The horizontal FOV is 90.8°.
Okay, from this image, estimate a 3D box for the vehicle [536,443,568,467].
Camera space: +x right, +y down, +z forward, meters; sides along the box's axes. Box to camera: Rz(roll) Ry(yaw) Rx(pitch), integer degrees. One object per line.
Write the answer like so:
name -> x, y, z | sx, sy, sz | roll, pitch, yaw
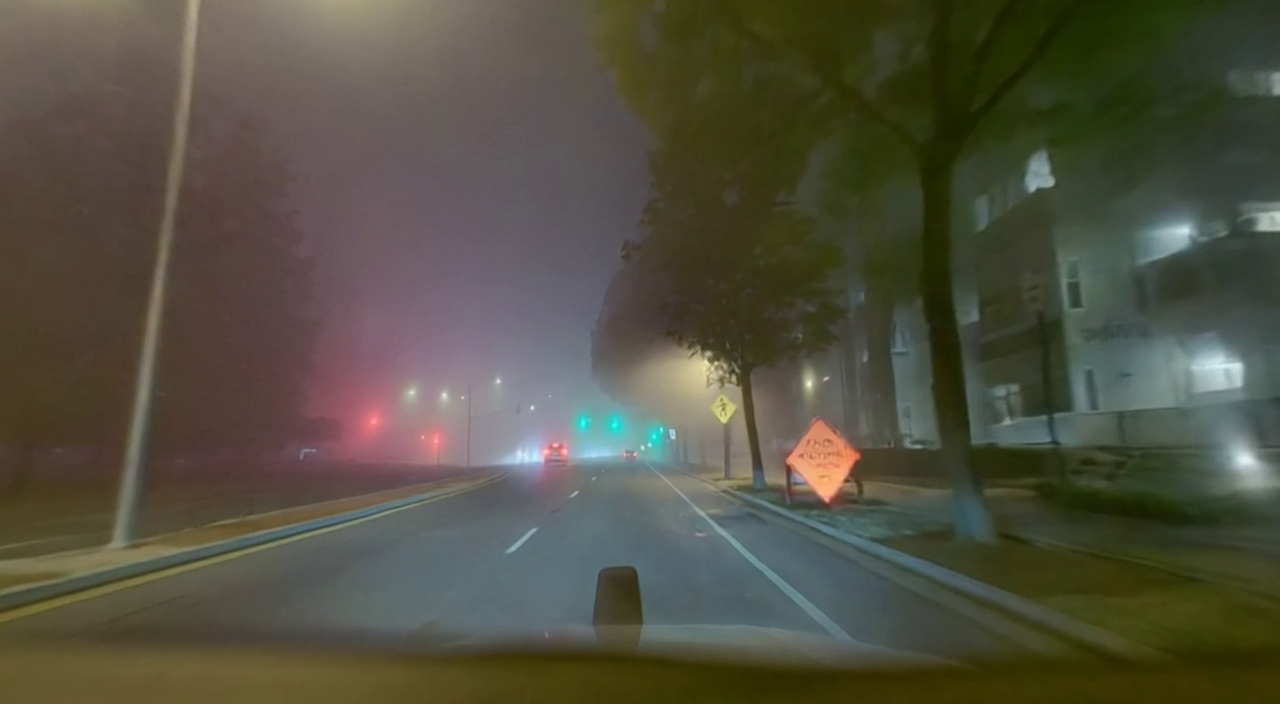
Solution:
vehicle -> -6.501, 7.675, 47.275 | 2.076, 1.724, 4.188 | 0, -9, -4
